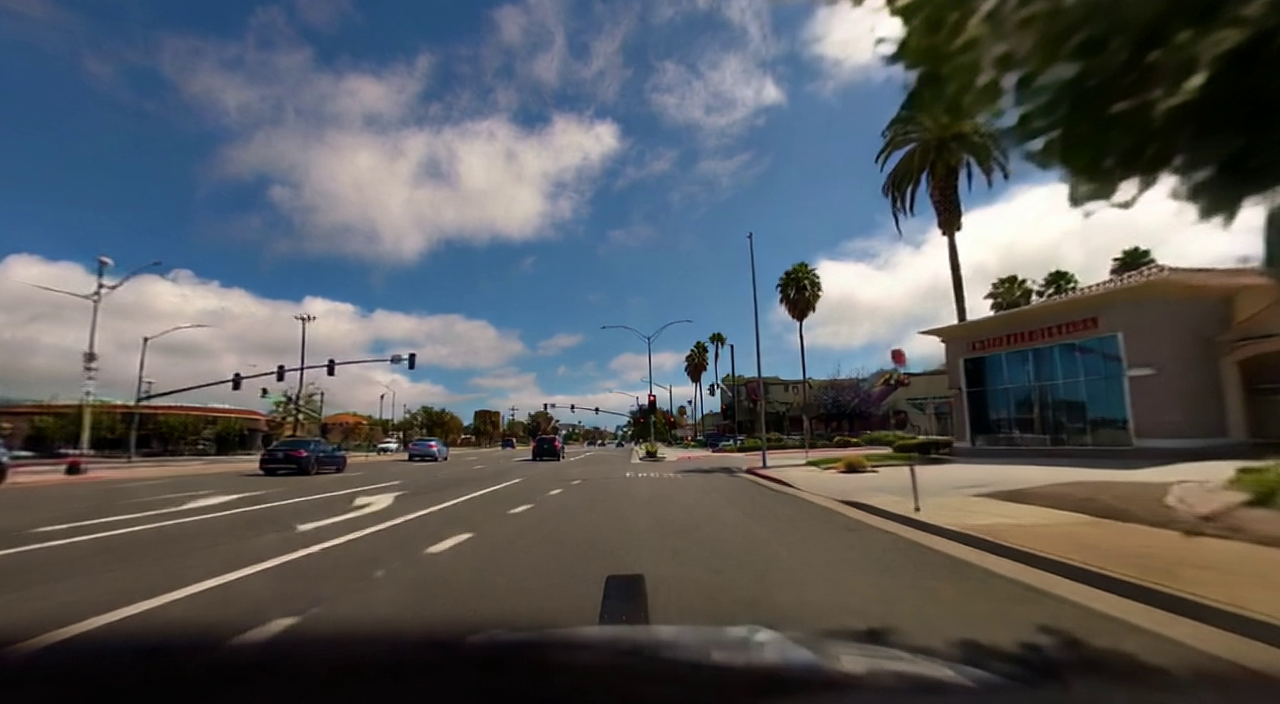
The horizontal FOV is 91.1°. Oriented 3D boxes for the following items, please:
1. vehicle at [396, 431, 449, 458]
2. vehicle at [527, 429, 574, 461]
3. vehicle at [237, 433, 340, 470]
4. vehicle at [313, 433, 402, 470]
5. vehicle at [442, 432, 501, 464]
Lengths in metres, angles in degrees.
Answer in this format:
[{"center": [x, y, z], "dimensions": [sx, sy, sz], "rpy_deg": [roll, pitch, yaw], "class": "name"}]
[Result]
[{"center": [-15.226, 6.525, 44.237], "dimensions": [2.156, 1.742, 4.264], "rpy_deg": [0, -8, 0], "class": "vehicle"}, {"center": [-5.320, 5.653, 38.064], "dimensions": [2.114, 1.784, 4.450], "rpy_deg": [0, -8, 1], "class": "vehicle"}, {"center": [-15.249, 4.338, 27.557], "dimensions": [1.916, 1.481, 4.430], "rpy_deg": [0, -8, 1], "class": "vehicle"}, {"center": [-12.243, 4.355, 27.558], "dimensions": [1.900, 1.462, 4.225], "rpy_deg": [0, -8, 0], "class": "vehicle"}, {"center": [-8.896, 5.122, 33.465], "dimensions": [1.977, 1.584, 3.983], "rpy_deg": [0, -8, 0], "class": "vehicle"}]
